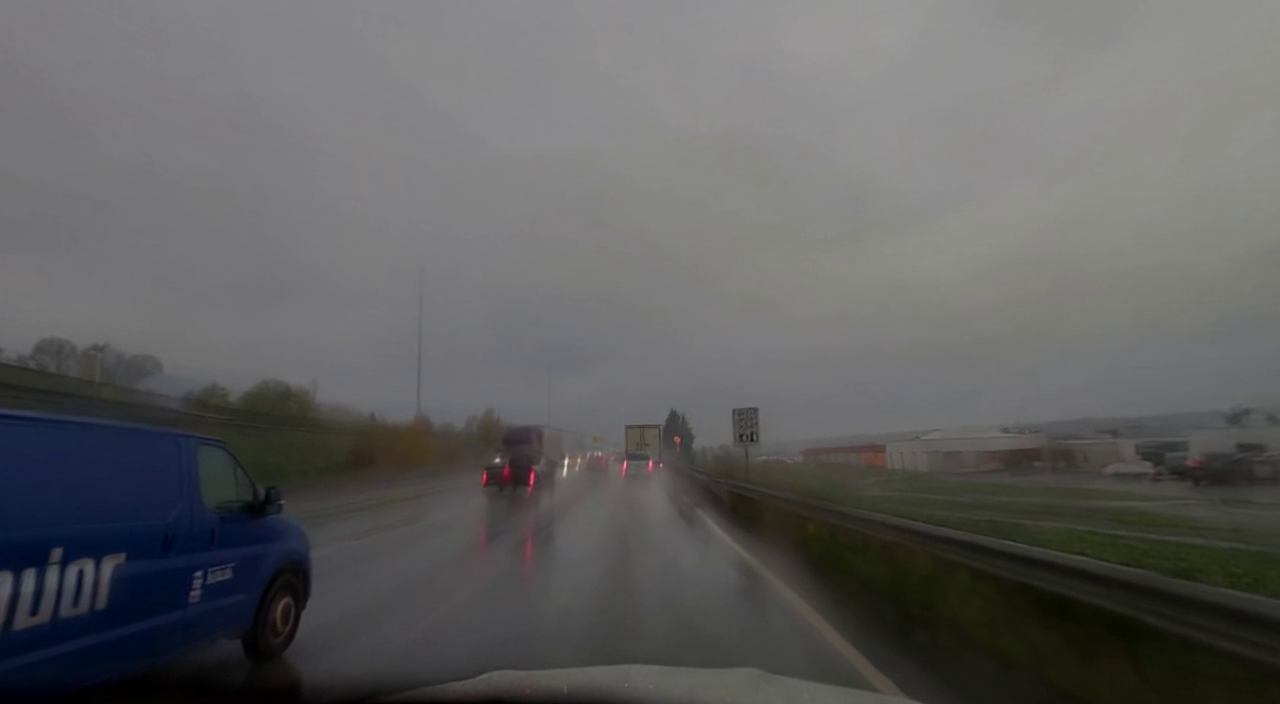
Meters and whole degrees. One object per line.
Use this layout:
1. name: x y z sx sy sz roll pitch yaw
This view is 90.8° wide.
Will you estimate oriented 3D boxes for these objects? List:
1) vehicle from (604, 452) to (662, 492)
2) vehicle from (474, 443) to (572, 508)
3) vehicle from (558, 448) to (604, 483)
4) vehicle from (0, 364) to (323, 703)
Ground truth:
1. vehicle: -0.253 4.641 24.796 2.095 1.393 3.908 0 -9 0
2. vehicle: -3.185 3.457 18.067 1.937 1.600 4.141 -1 -9 1
3. vehicle: -3.022 5.925 33.167 1.994 1.663 4.047 -1 -9 1
4. vehicle: -3.234 0.870 1.945 2.117 1.688 4.582 0 -9 0
